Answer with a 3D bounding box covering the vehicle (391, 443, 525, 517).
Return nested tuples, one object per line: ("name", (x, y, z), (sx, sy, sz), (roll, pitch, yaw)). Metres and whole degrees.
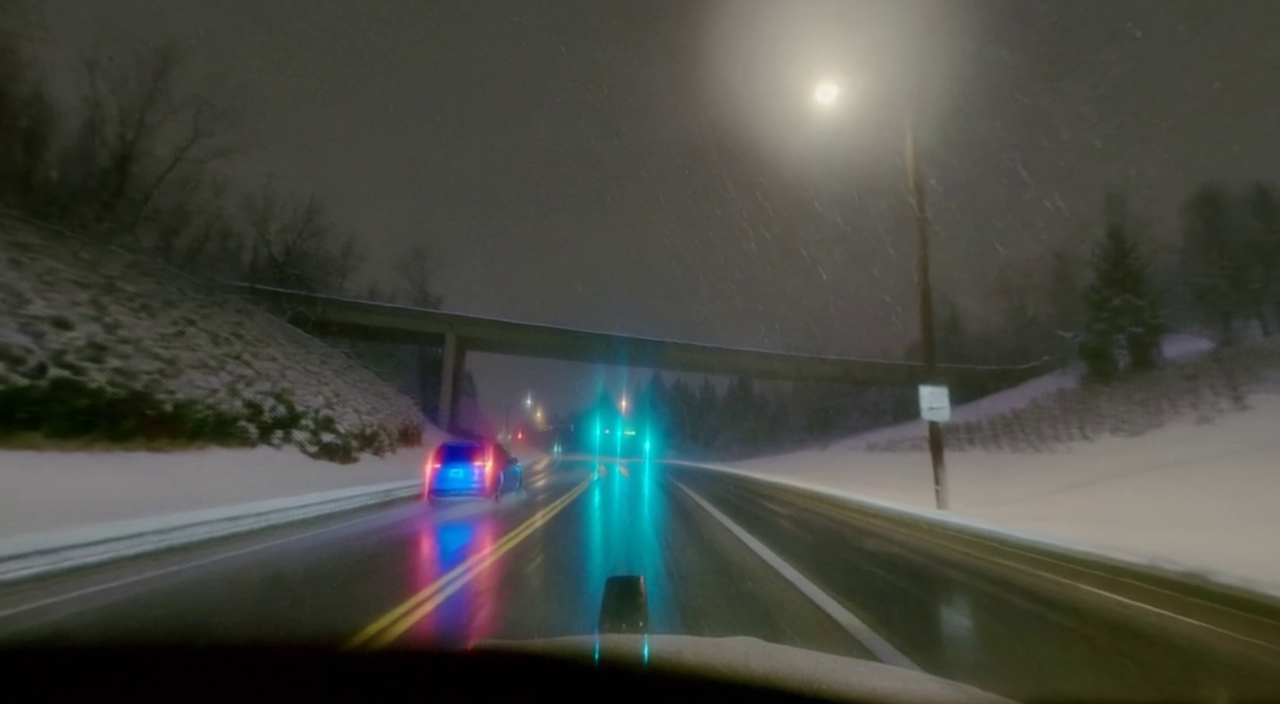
("vehicle", (-4.210, 3.005, 15.413), (1.968, 1.503, 4.443), (-1, -9, 0))
